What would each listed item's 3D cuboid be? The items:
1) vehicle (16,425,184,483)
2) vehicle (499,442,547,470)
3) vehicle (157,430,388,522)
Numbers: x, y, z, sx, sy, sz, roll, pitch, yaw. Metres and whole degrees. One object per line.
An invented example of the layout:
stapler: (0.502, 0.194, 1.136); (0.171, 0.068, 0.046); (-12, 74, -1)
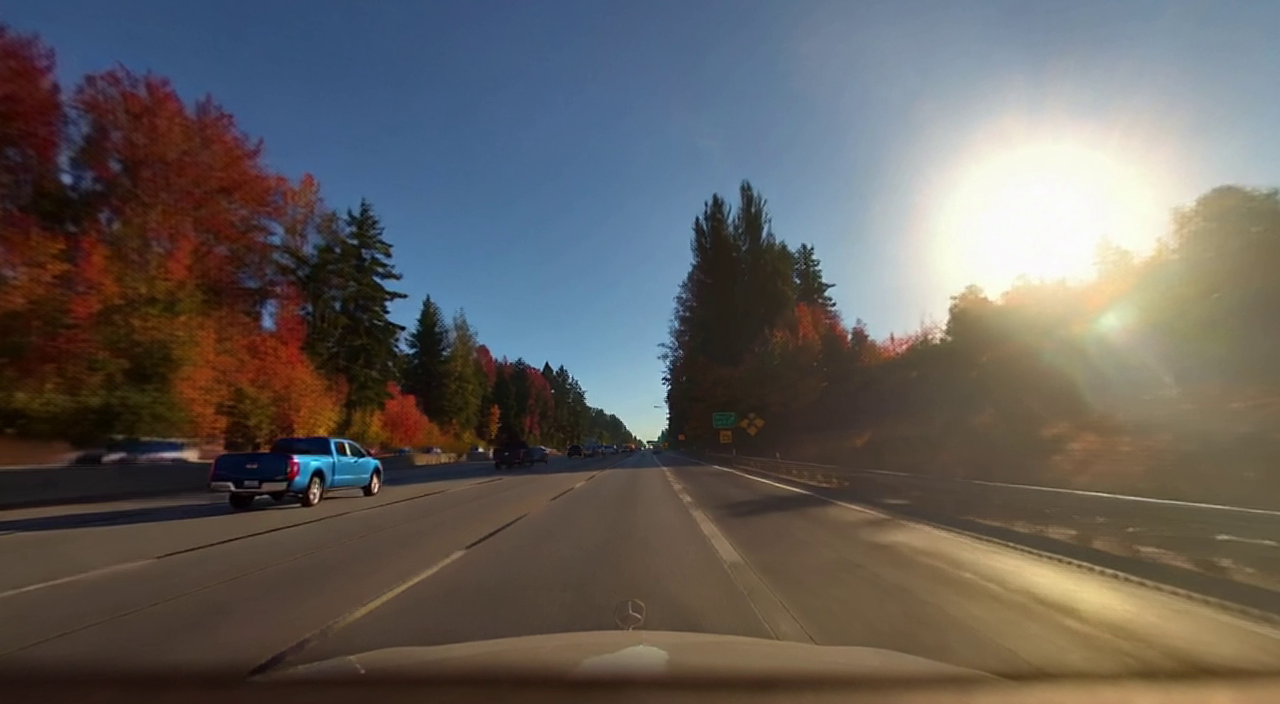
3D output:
vehicle: (-25.874, 4.914, 30.678); (2.311, 2.519, 6.333); (0, -8, 3)
vehicle: (-6.826, 6.106, 37.183); (1.919, 1.499, 4.234); (0, -8, 1)
vehicle: (-7.311, 2.489, 13.284); (1.965, 1.567, 4.686); (0, -8, 1)
